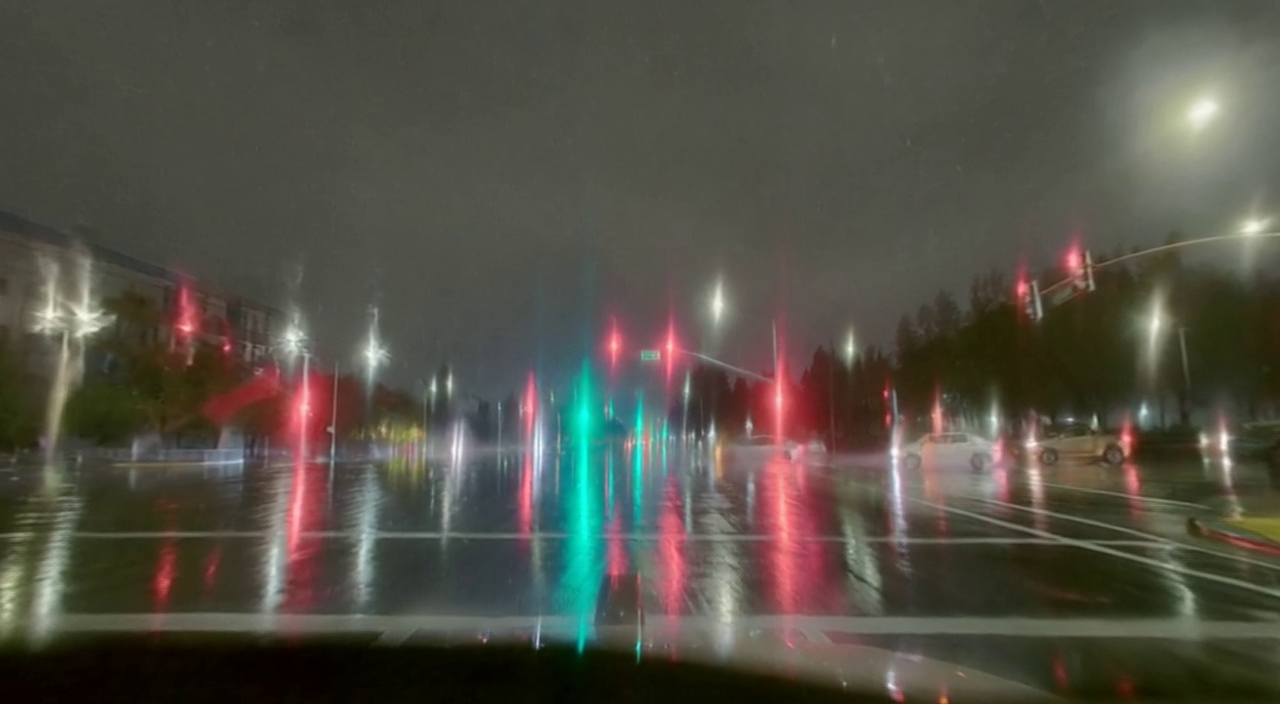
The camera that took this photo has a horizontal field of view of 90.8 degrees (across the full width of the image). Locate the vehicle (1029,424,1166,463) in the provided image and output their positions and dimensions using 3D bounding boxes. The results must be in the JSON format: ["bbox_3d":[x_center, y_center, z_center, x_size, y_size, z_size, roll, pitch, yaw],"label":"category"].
[{"bbox_3d":[20.699,4.182,28.751,4.571,1.698,1.977,-1,-9,4],"label":"vehicle"}]

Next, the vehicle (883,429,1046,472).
[{"bbox_3d":[11.718,3.580,23.040,4.916,1.504,1.846,0,-9,-2],"label":"vehicle"}]

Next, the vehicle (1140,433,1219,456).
[{"bbox_3d":[36.597,6.299,42.990,1.726,1.429,4.163,0,-9,2],"label":"vehicle"}]

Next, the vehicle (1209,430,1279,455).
[{"bbox_3d":[42.253,6.178,43.100,2.037,1.614,5.175,0,-9,0],"label":"vehicle"}]

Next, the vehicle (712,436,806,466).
[{"bbox_3d":[5.350,4.522,28.858,4.046,1.306,1.719,-1,-9,5],"label":"vehicle"}]
